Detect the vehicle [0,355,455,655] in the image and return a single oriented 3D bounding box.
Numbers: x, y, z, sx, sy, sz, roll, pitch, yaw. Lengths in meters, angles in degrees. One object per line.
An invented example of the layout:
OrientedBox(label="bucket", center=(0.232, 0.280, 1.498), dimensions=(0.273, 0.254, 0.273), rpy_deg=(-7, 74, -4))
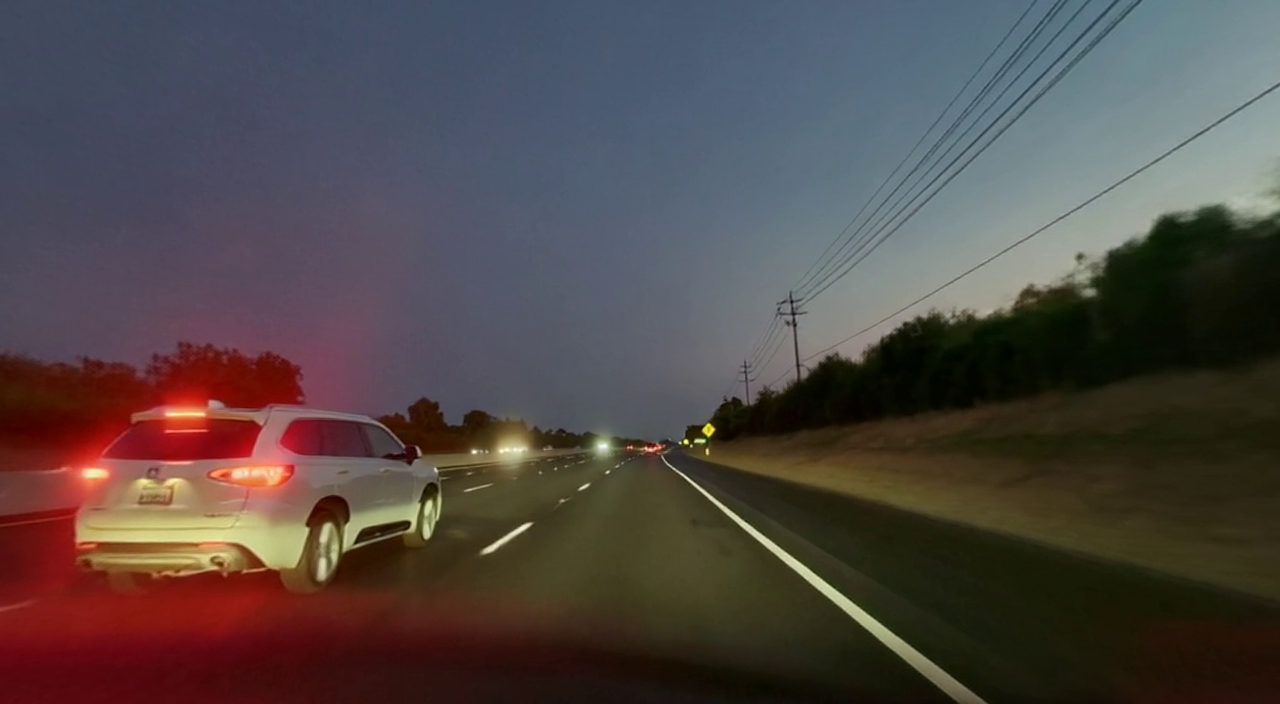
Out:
OrientedBox(label="vehicle", center=(-3.865, 1.375, 6.765), dimensions=(2.136, 1.975, 5.037), rpy_deg=(0, -8, 1))
